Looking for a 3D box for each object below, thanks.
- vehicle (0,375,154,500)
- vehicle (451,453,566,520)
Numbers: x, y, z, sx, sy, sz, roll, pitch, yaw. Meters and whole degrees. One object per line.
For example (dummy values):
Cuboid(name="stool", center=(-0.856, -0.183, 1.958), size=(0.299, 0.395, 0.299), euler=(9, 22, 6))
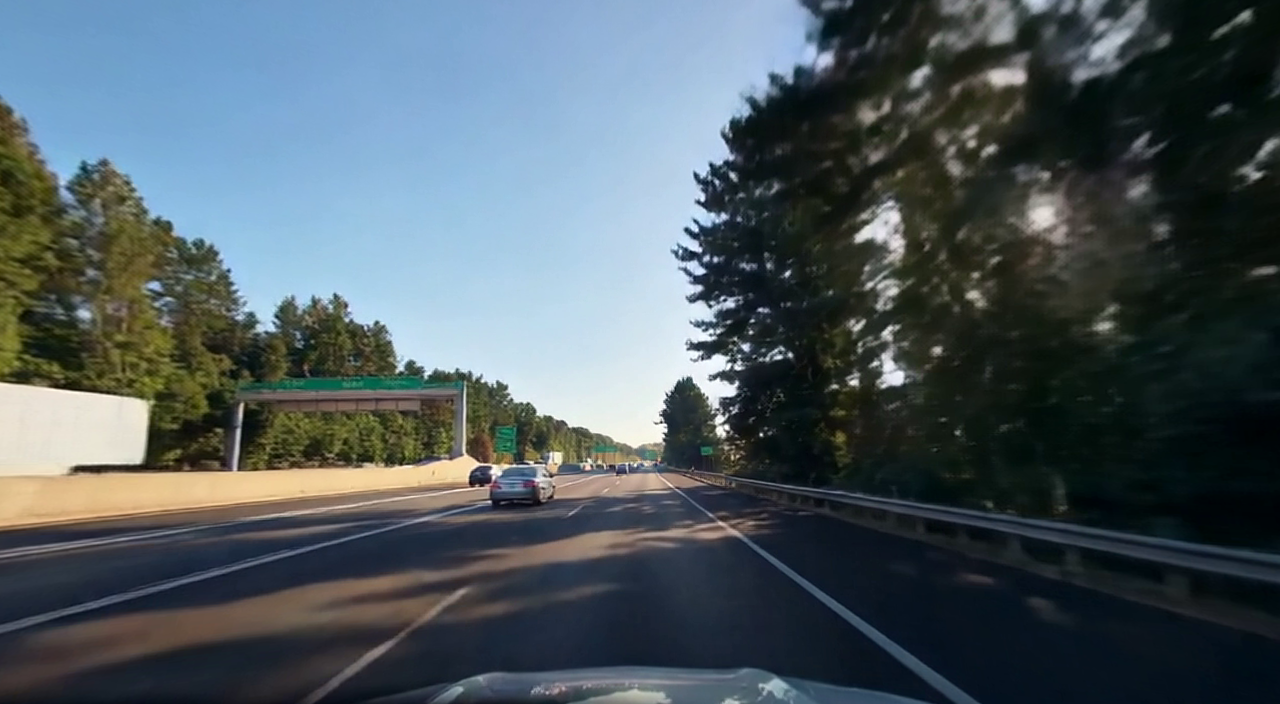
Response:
Cuboid(name="vehicle", center=(-23.103, 2.810, 20.861), size=(2.840, 4.164, 13.969), euler=(1, -10, 0))
Cuboid(name="vehicle", center=(-3.387, 3.611, 17.298), size=(2.039, 1.505, 4.843), euler=(1, -10, 0))
